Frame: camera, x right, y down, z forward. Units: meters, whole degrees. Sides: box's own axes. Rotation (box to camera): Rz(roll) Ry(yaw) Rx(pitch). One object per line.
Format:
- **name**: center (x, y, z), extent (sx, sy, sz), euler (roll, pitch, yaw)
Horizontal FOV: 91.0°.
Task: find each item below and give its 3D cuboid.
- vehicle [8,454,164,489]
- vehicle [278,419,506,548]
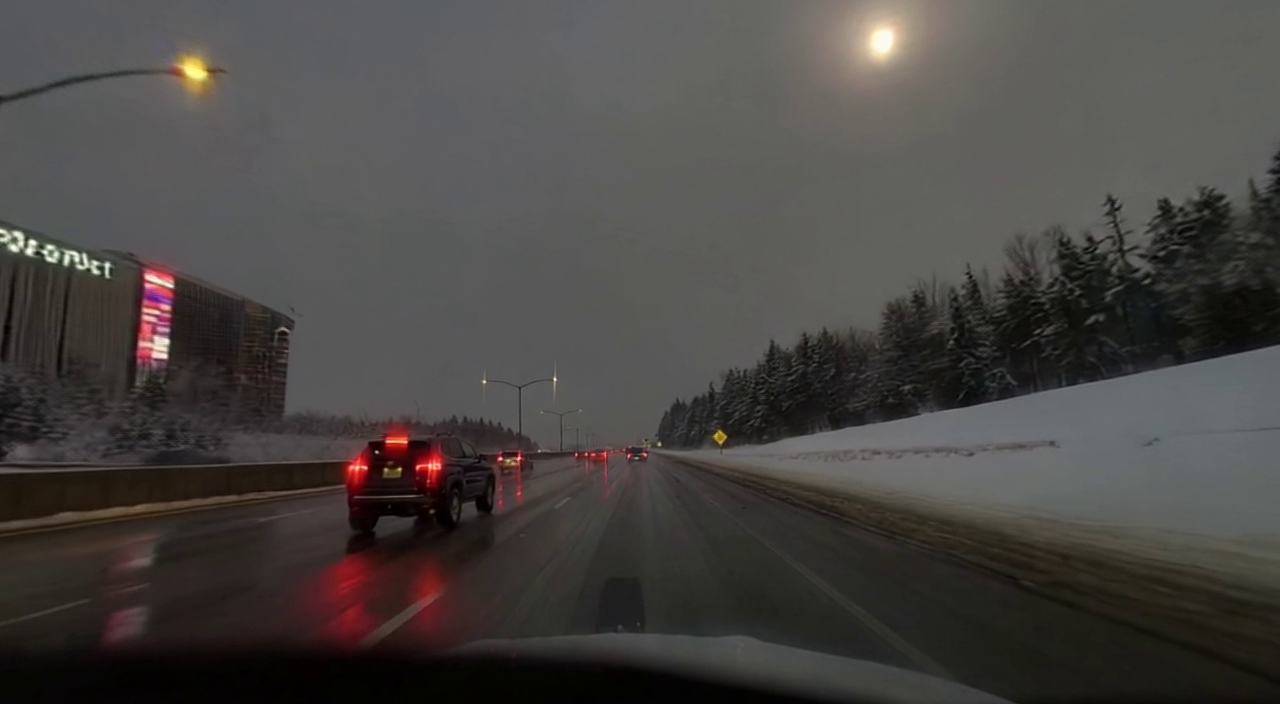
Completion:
- **vehicle**: center (-32.476, 6.988, 37.428), extent (2.549, 1.758, 7.381), euler (0, -9, 0)
- **vehicle**: center (-3.872, 2.137, 10.898), extent (2.059, 1.725, 4.521), euler (0, -9, 0)
